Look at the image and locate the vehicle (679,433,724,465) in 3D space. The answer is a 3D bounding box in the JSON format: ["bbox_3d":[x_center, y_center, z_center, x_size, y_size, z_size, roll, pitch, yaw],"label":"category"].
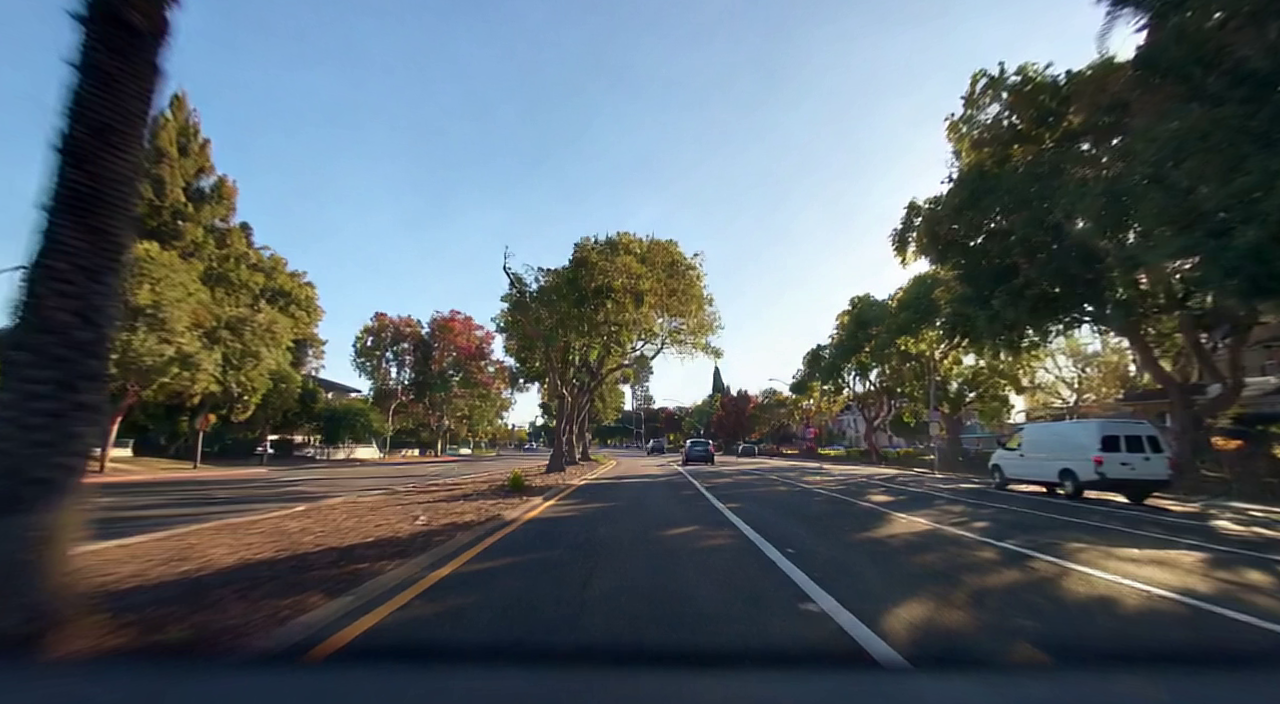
[{"bbox_3d":[3.668,5.910,38.483,2.046,1.818,4.603,0,-8,-3],"label":"vehicle"}]

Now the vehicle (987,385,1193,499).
[{"bbox_3d":[14.068,2.902,20.400,2.703,3.137,5.589,-1,-8,4],"label":"vehicle"}]

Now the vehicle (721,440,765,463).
[{"bbox_3d":[6.976,6.776,43.122,1.969,1.522,4.609,0,-8,-3],"label":"vehicle"}]
